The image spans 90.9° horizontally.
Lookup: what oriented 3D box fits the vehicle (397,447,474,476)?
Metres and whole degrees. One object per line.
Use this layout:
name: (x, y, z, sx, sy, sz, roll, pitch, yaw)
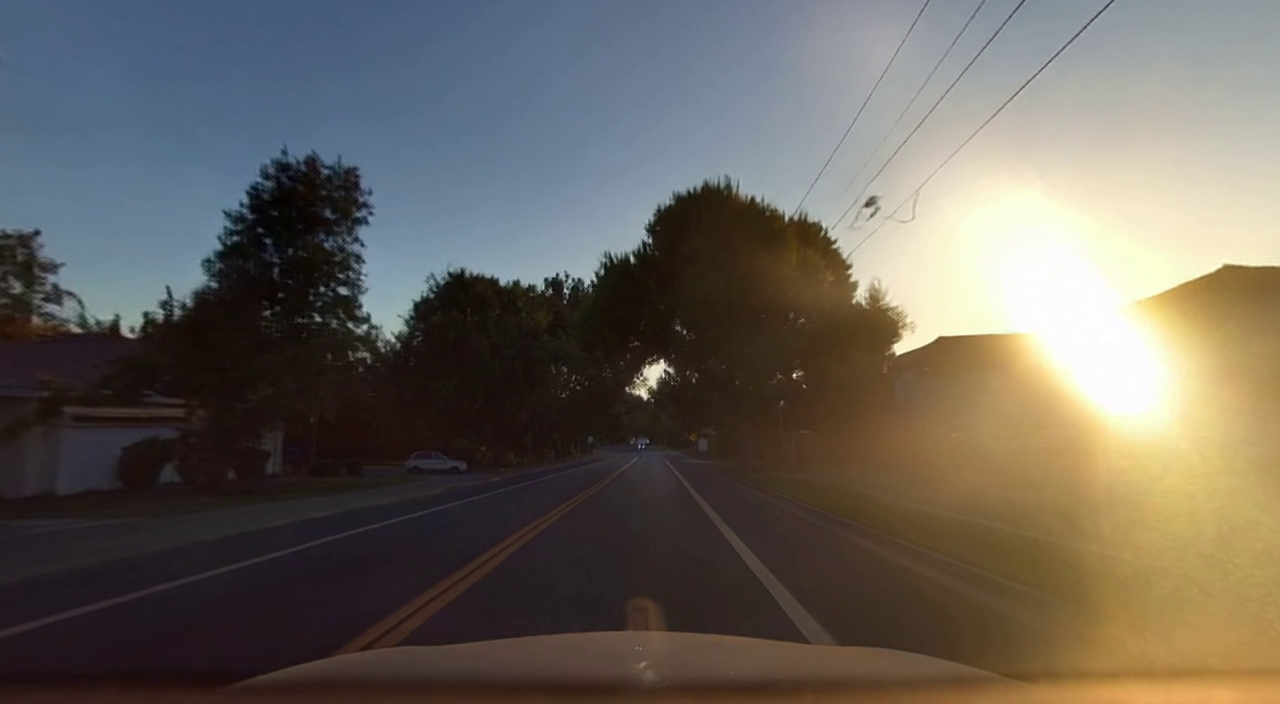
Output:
vehicle: (-13.246, 7.074, 40.844, 4.310, 1.723, 1.915, -2, -8, 14)
